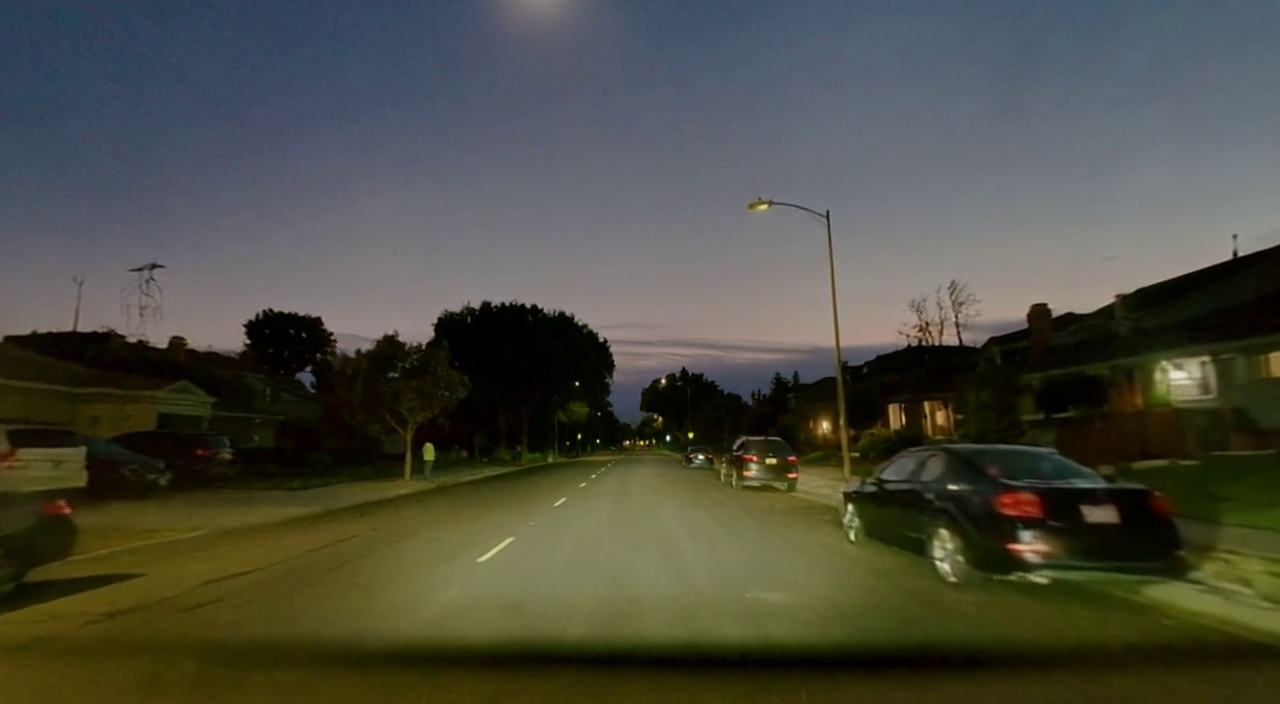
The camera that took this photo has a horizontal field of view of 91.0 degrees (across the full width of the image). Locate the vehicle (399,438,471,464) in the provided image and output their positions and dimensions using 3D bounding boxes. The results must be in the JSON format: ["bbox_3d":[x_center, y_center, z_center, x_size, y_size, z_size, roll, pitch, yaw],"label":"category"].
[{"bbox_3d":[-15.715,7.602,48.414,4.882,1.777,2.025,-2,-9,-2],"label":"vehicle"}]

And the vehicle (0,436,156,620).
[{"bbox_3d":[-6.274,1.391,4.501,1.985,1.497,4.655,-2,-8,-1],"label":"vehicle"}]

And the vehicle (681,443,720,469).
[{"bbox_3d":[3.738,6.540,39.734,1.897,1.521,4.835,0,-9,-1],"label":"vehicle"}]

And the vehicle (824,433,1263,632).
[{"bbox_3d":[3.796,1.736,7.173,1.949,1.505,4.483,0,-9,-1],"label":"vehicle"}]

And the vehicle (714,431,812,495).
[{"bbox_3d":[3.754,3.497,20.222,2.039,1.780,4.884,0,-9,-2],"label":"vehicle"}]
